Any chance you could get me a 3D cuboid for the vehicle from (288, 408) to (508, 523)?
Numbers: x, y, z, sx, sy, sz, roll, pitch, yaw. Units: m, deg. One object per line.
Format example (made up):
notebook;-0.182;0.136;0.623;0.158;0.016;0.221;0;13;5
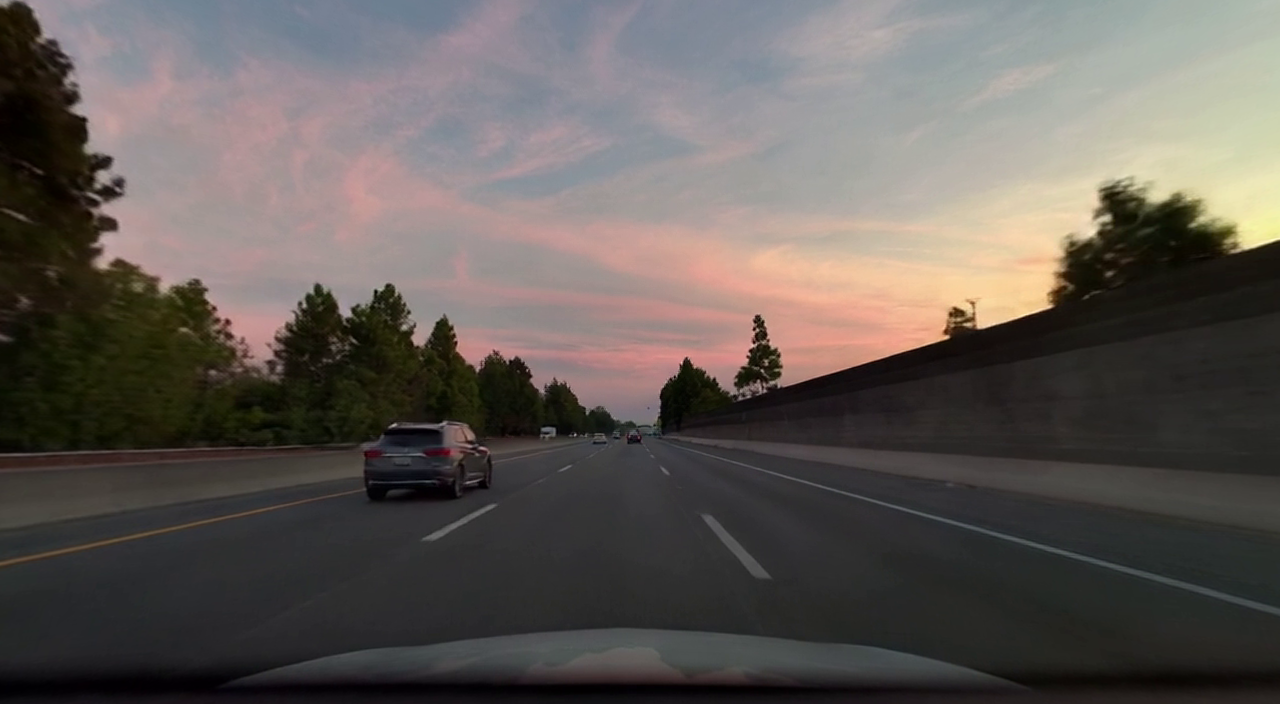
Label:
vehicle;-4.154;2.025;11.901;2.306;1.730;4.606;0;-8;0
